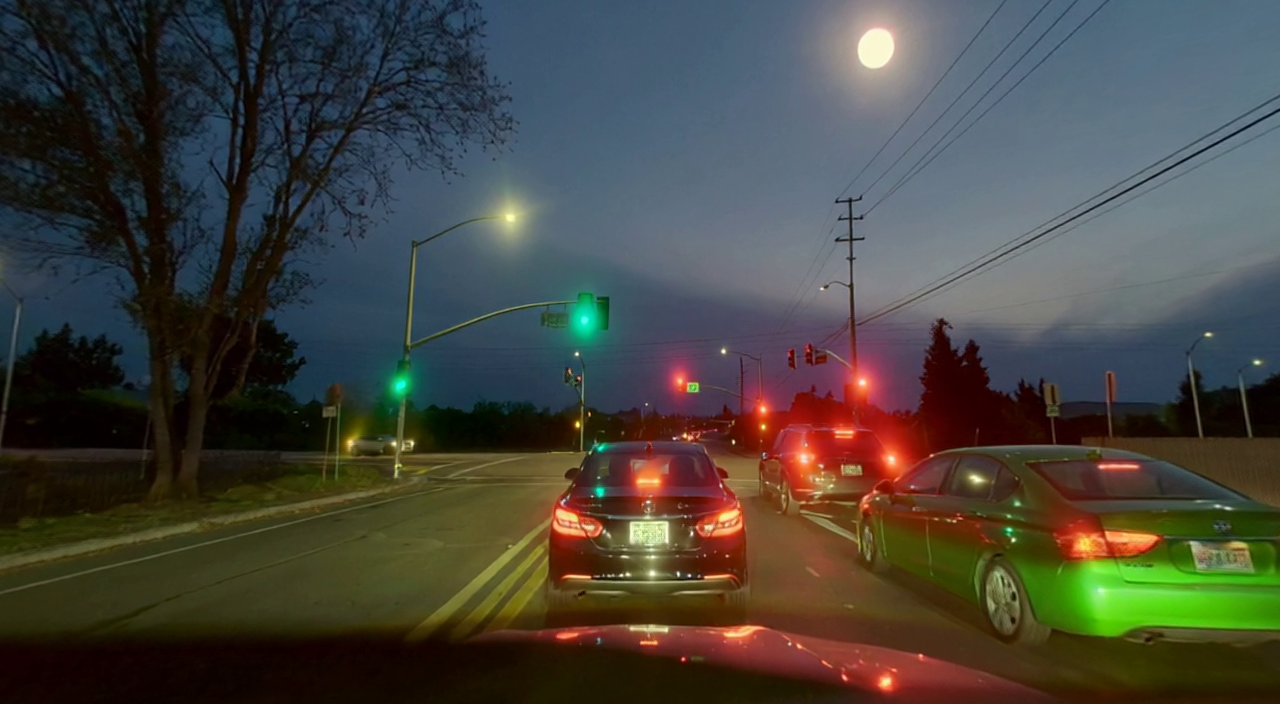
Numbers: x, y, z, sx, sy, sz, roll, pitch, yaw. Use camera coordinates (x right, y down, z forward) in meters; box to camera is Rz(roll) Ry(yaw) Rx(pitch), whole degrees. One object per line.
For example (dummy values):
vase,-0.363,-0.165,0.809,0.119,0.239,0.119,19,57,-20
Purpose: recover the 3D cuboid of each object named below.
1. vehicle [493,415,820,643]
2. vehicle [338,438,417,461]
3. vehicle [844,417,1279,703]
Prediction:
vehicle,0.069,1.495,6.437,2.170,1.497,4.369,0,-8,-1
vehicle,-17.222,6.415,41.472,4.406,1.458,1.892,-1,-8,7
vehicle,3.094,1.242,4.141,2.027,1.432,4.431,0,-8,0
